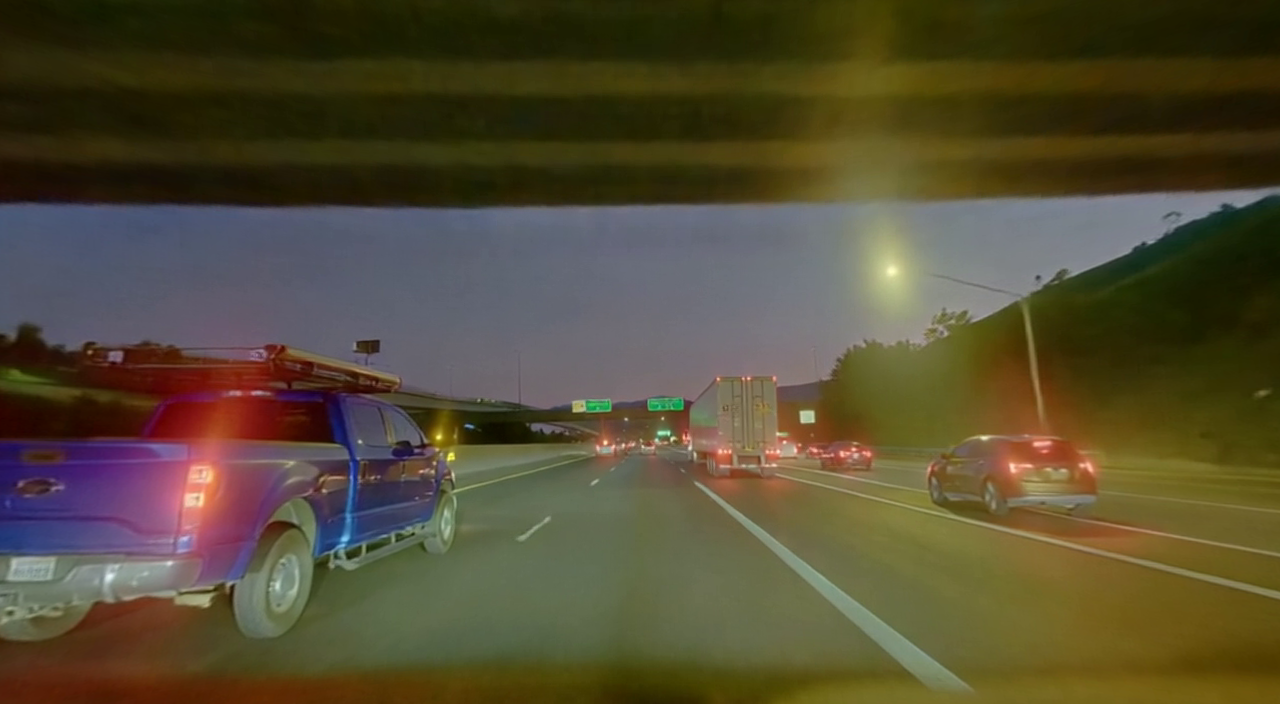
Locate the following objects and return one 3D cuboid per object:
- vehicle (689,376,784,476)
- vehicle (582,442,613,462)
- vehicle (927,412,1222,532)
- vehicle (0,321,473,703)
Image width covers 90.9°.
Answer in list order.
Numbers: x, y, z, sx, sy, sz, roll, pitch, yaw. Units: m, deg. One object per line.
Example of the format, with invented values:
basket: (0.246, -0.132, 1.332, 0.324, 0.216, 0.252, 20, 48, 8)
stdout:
vehicle: (4.399, 3.963, 32.133, 2.885, 4.036, 12.891, 0, -8, 0)
vehicle: (-3.223, 7.752, 48.943, 2.077, 1.446, 4.106, 0, -8, 1)
vehicle: (7.301, 2.064, 11.416, 1.999, 1.700, 4.640, 0, -9, 0)
vehicle: (-3.910, 1.310, 6.582, 2.599, 2.054, 6.288, 0, -8, 0)
